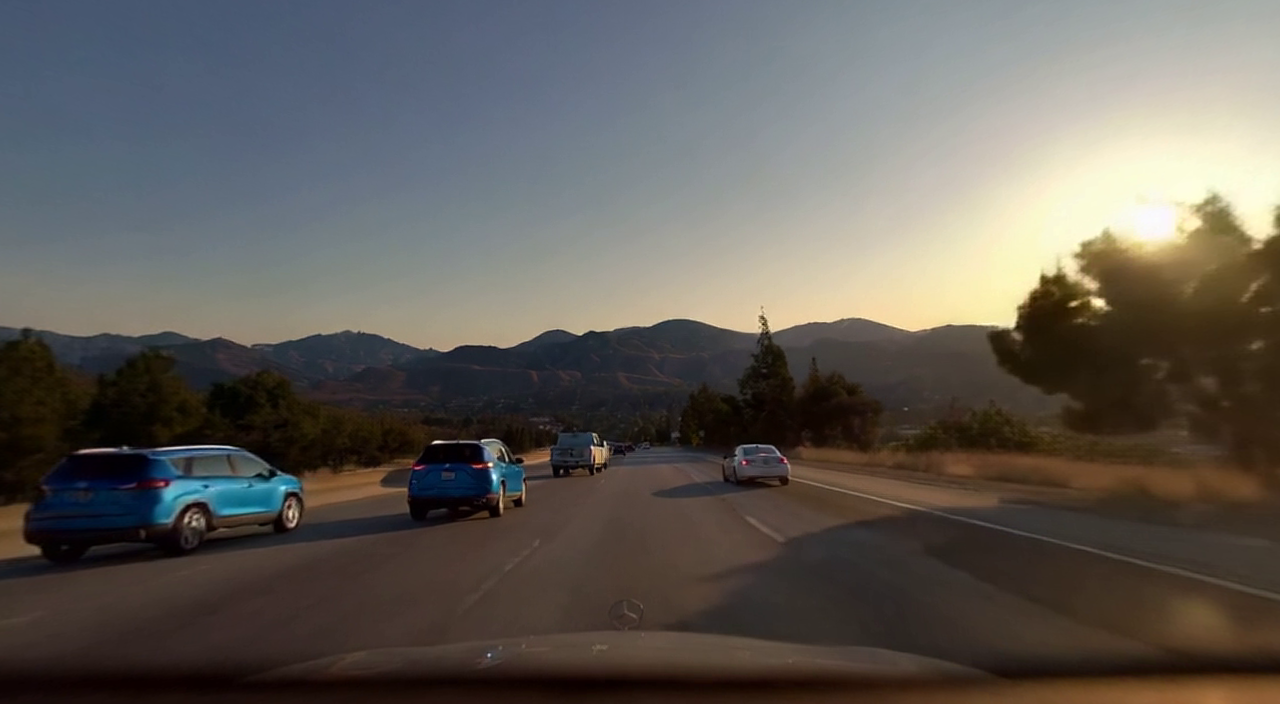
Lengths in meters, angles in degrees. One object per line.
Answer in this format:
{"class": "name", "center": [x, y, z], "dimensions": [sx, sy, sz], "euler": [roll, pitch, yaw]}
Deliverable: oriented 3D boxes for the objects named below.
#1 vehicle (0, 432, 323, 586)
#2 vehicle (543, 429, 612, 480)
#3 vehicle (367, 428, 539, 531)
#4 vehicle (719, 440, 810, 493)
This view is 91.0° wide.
{"class": "vehicle", "center": [-6.913, 2.040, 9.179], "dimensions": [2.084, 1.639, 4.648], "euler": [0, -8, 1]}
{"class": "vehicle", "center": [-2.769, 4.774, 29.492], "dimensions": [2.494, 2.136, 5.539], "euler": [0, -8, 2]}
{"class": "vehicle", "center": [-3.503, 2.473, 12.789], "dimensions": [2.080, 1.716, 4.207], "euler": [0, -8, 2]}
{"class": "vehicle", "center": [4.044, 3.795, 21.321], "dimensions": [2.071, 1.570, 4.637], "euler": [0, -8, 0]}
